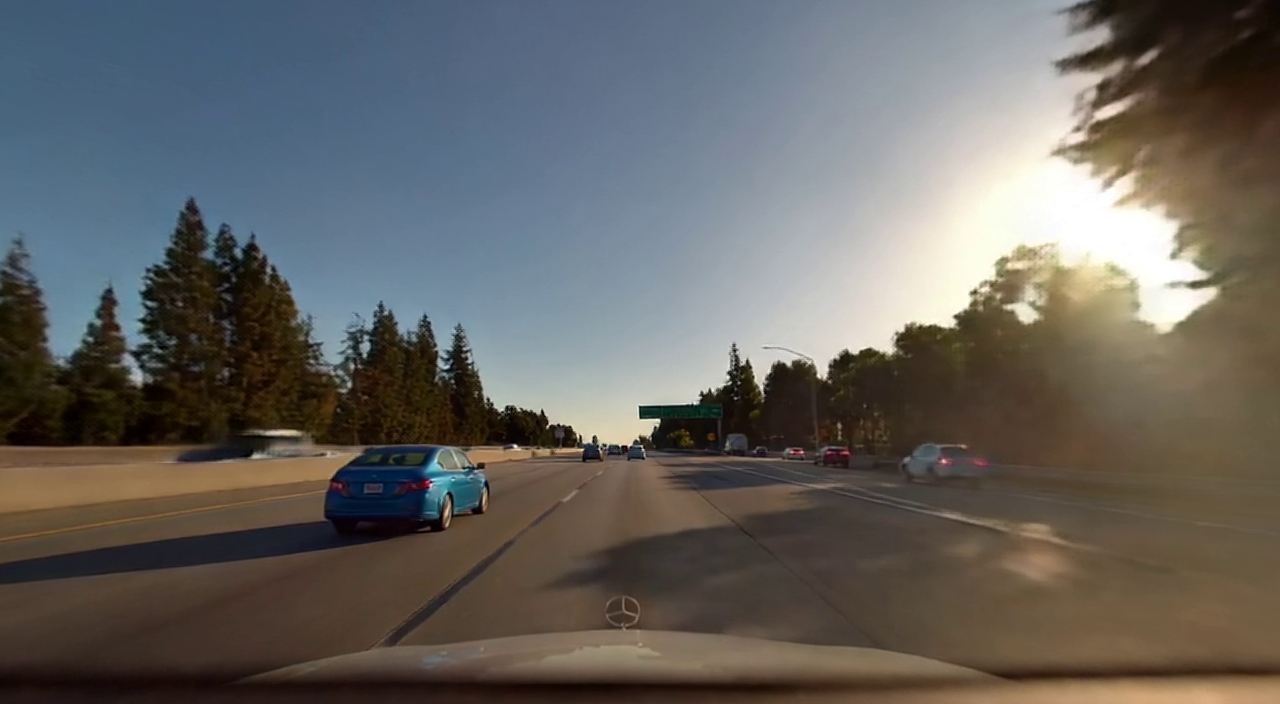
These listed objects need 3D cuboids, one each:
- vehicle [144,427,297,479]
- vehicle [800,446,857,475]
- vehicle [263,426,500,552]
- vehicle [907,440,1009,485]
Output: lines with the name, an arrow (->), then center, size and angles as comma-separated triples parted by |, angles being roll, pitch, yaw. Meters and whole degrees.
vehicle -> -17.506, 4.251, 26.915 | 2.355, 1.935, 6.026 | 0, -9, 0
vehicle -> 10.479, 6.038, 35.495 | 1.940, 1.496, 4.992 | 0, -9, 4
vehicle -> -3.717, 2.040, 10.062 | 2.020, 1.554, 4.137 | 0, -9, 0
vehicle -> 14.260, 4.969, 28.797 | 2.278, 1.816, 5.666 | -1, -9, 7
